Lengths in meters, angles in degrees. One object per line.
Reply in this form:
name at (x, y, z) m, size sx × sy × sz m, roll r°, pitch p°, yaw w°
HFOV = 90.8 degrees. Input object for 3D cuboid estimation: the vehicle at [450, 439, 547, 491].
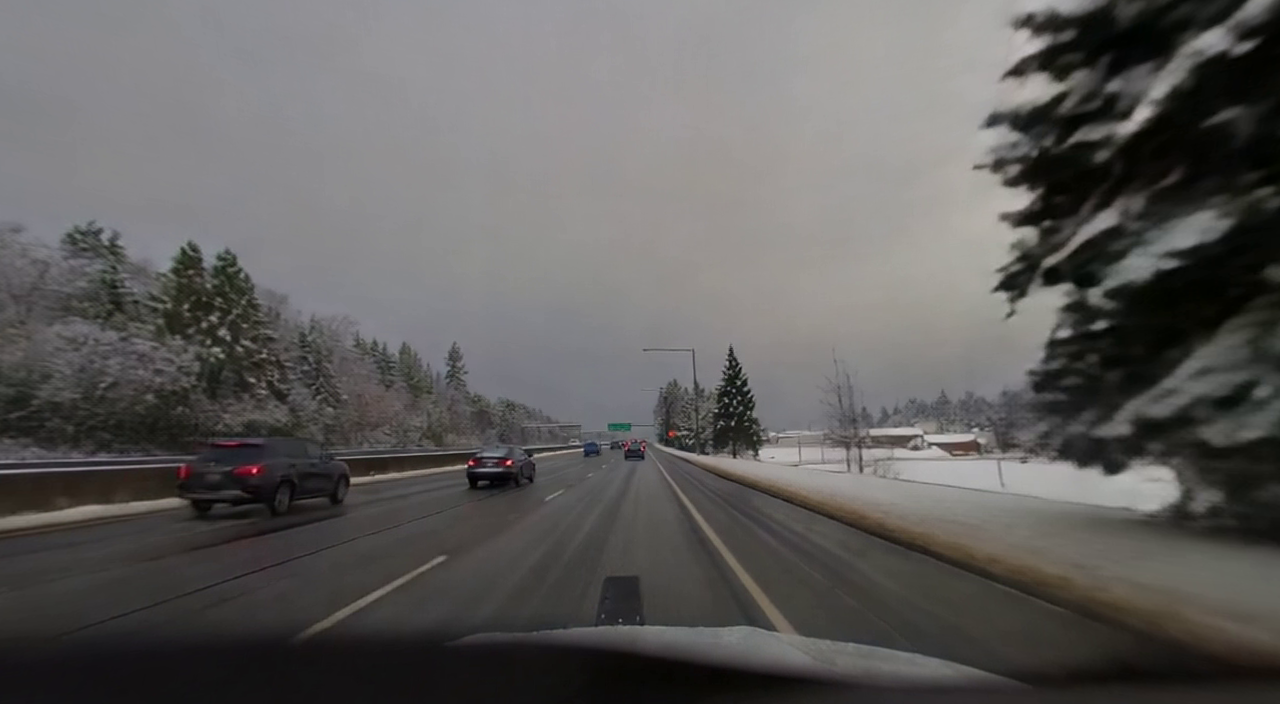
vehicle at (-4.732, 3.833, 21.911) m, size 2.102 × 1.562 × 4.884 m, roll -1°, pitch -8°, yaw 2°

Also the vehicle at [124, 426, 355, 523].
vehicle at (-8.620, 2.657, 14.280) m, size 2.091 × 1.795 × 4.617 m, roll -1°, pitch -8°, yaw 1°

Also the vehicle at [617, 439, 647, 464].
vehicle at (-0.580, 7.340, 46.916) m, size 2.179 × 1.742 × 4.396 m, roll 0°, pitch -8°, yaw 0°
